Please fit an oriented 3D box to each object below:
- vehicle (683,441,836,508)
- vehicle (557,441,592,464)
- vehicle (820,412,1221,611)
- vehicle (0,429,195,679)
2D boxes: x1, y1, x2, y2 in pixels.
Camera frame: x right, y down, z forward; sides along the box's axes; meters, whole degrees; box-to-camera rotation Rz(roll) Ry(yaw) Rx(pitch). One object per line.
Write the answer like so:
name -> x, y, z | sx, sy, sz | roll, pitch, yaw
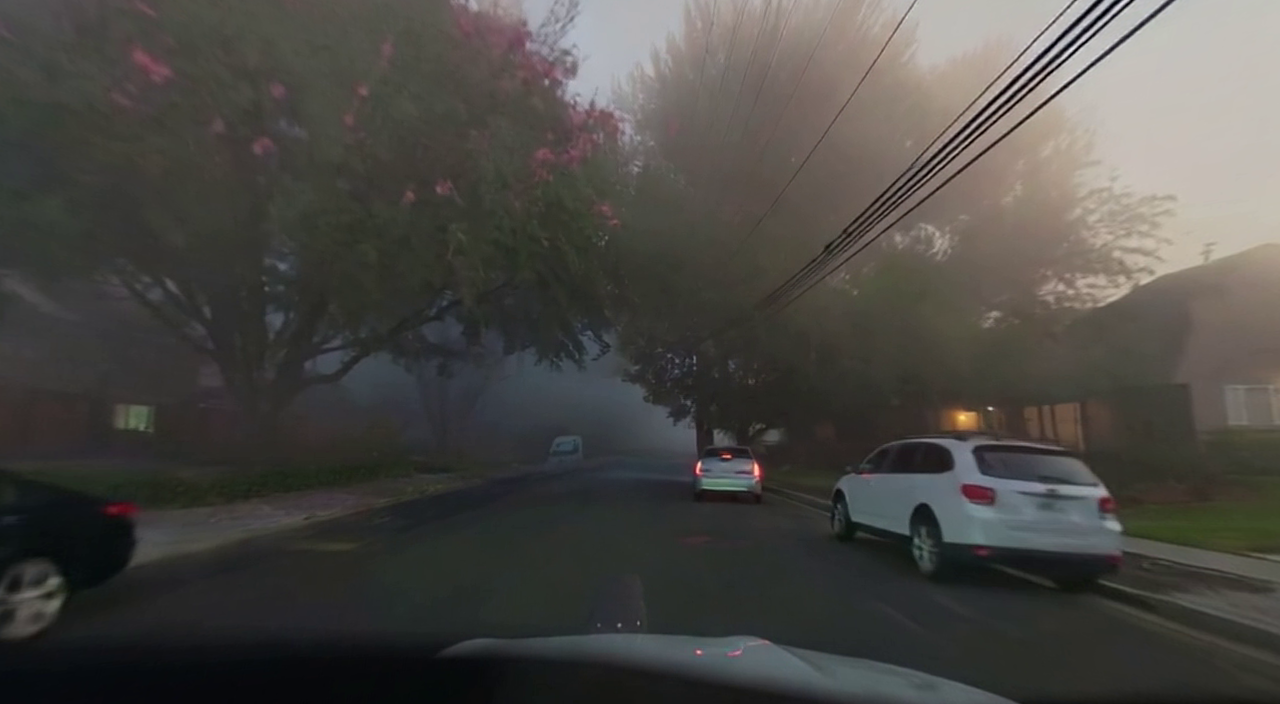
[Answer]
vehicle -> 3.204, 3.024, 16.187 | 2.075, 1.449, 4.526 | -6, -10, 35
vehicle -> -4.741, 7.336, 46.398 | 1.938, 1.508, 4.481 | 0, -7, 1
vehicle -> 3.880, 1.688, 7.649 | 2.103, 1.679, 4.386 | 0, -8, 0
vehicle -> -4.693, 1.054, 2.850 | 1.810, 1.446, 4.668 | -1, -9, 3
